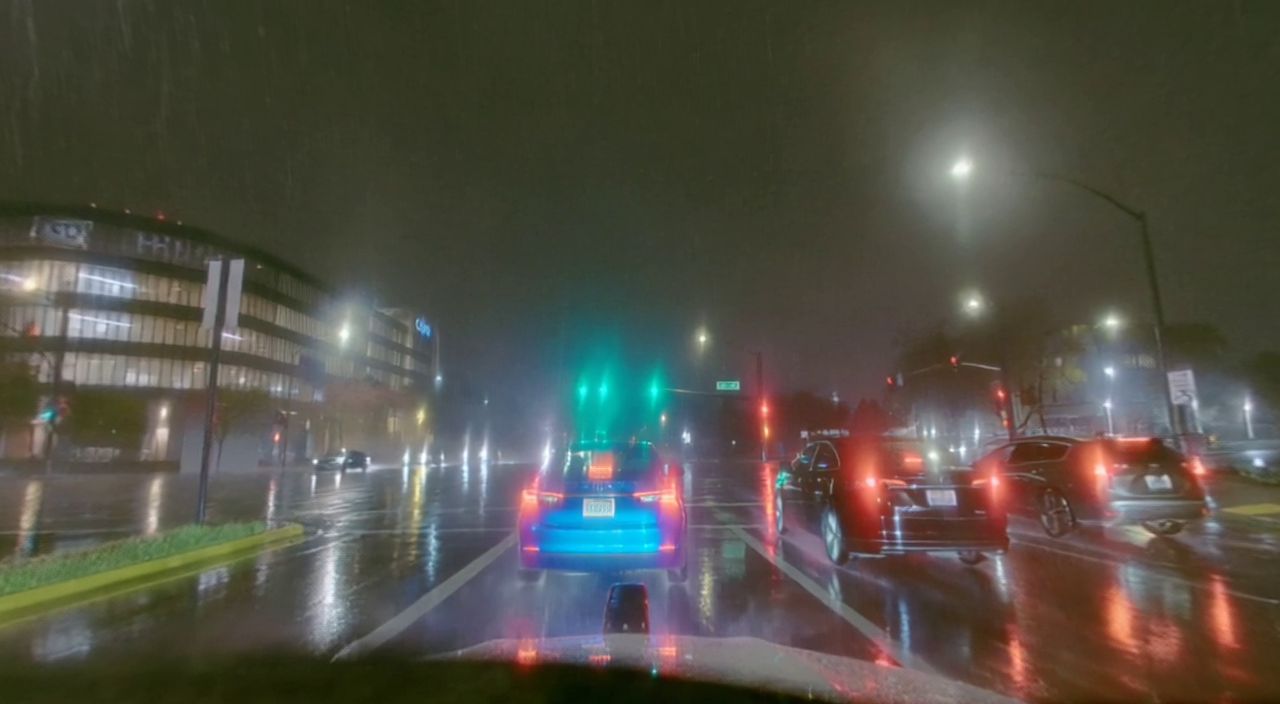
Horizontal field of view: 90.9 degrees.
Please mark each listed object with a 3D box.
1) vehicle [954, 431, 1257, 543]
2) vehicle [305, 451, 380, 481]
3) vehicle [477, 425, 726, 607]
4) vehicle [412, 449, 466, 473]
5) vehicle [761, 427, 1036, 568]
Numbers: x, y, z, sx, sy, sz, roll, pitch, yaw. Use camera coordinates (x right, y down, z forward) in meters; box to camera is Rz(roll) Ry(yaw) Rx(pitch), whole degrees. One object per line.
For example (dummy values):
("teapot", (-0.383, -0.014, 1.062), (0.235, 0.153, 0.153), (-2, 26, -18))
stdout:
("vehicle", (7.450, 2.163, 10.786), (1.908, 1.517, 4.182), (0, -8, -1))
("vehicle", (-16.653, 6.383, 35.555), (2.048, 1.463, 4.530), (0, -8, -1))
("vehicle", (-0.363, 1.653, 7.290), (2.059, 1.477, 3.988), (0, -8, -1))
("vehicle", (-13.033, 7.079, 41.176), (2.049, 1.483, 4.407), (0, -8, 0))
("vehicle", (3.221, 1.887, 8.971), (2.042, 1.508, 4.109), (0, -8, -2))
